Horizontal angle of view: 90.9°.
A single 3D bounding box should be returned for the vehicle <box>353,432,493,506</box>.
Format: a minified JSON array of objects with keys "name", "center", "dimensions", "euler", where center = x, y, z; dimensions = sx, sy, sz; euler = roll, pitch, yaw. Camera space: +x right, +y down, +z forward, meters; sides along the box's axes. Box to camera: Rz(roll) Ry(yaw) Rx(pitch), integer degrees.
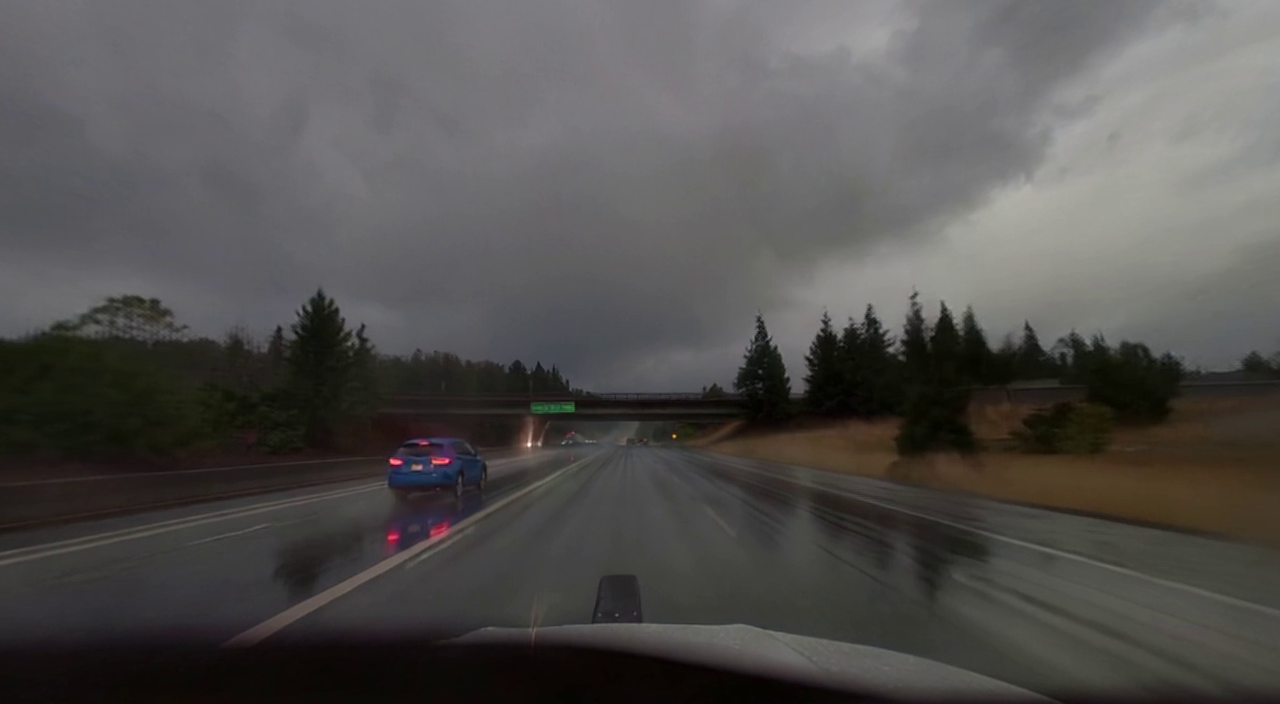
[{"name":"vehicle","center":[-4.917,2.658,14.892],"dimensions":[1.965,1.513,3.774],"euler":[0,-8,0]}]
